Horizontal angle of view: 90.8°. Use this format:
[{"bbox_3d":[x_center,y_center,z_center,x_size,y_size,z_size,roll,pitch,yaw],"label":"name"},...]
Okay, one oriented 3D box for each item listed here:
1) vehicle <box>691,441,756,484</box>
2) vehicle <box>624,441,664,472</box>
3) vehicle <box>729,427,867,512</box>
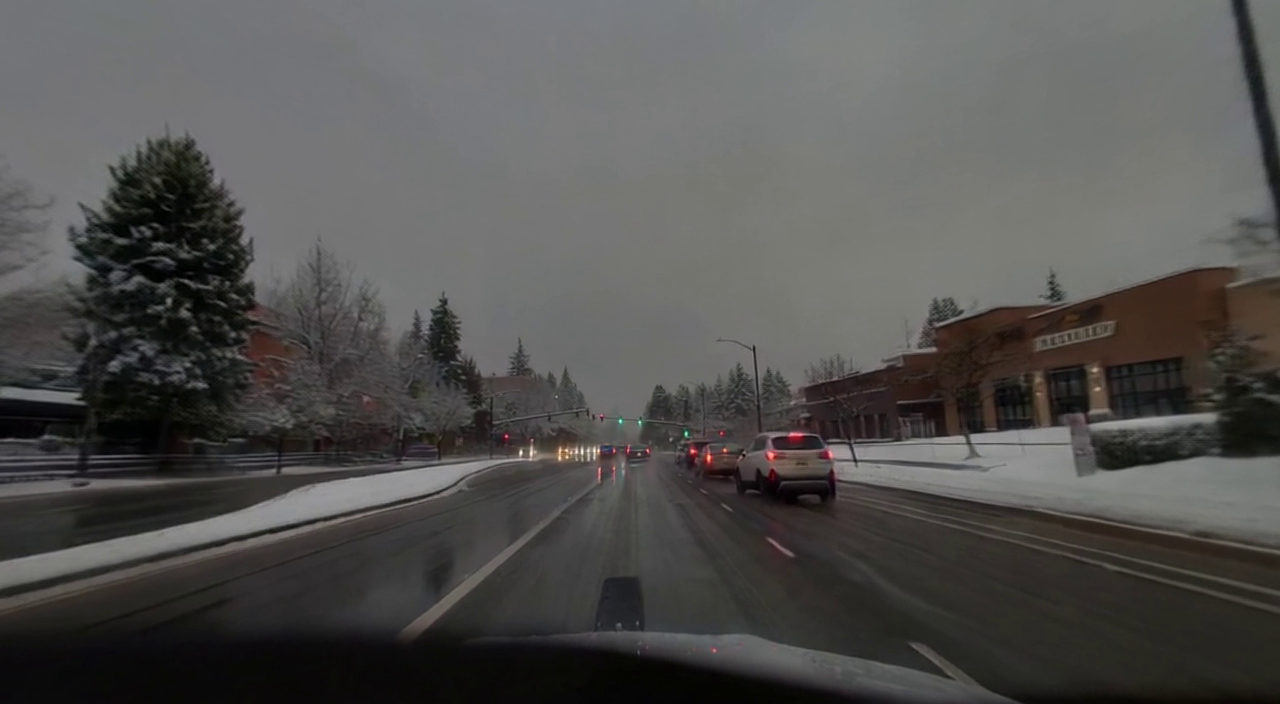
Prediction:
[{"bbox_3d":[3.116,4.241,24.548,1.864,1.484,4.662,0,-9,0],"label":"vehicle"},{"bbox_3d":[0.161,5.667,34.356,2.023,1.532,3.891,0,-9,-1],"label":"vehicle"},{"bbox_3d":[3.466,2.665,14.761,2.085,1.668,4.077,0,-9,-1],"label":"vehicle"}]
